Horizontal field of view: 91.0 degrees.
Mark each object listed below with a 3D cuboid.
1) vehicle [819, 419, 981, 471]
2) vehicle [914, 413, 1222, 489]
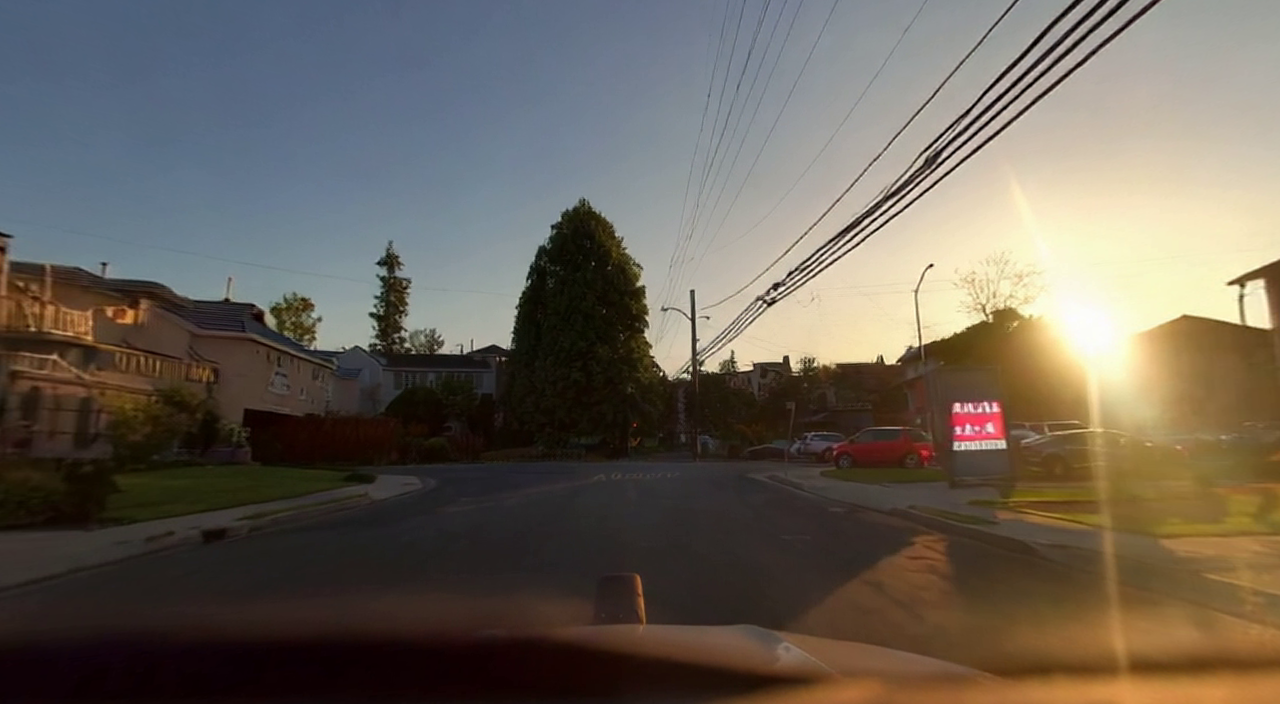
[{"bbox_3d":[10.477,3.804,25.754,5.593,1.993,2.233,0,-8,1],"label":"vehicle"},{"bbox_3d":[10.430,2.470,15.774,6.000,1.740,2.356,0,-8,-1],"label":"vehicle"}]
